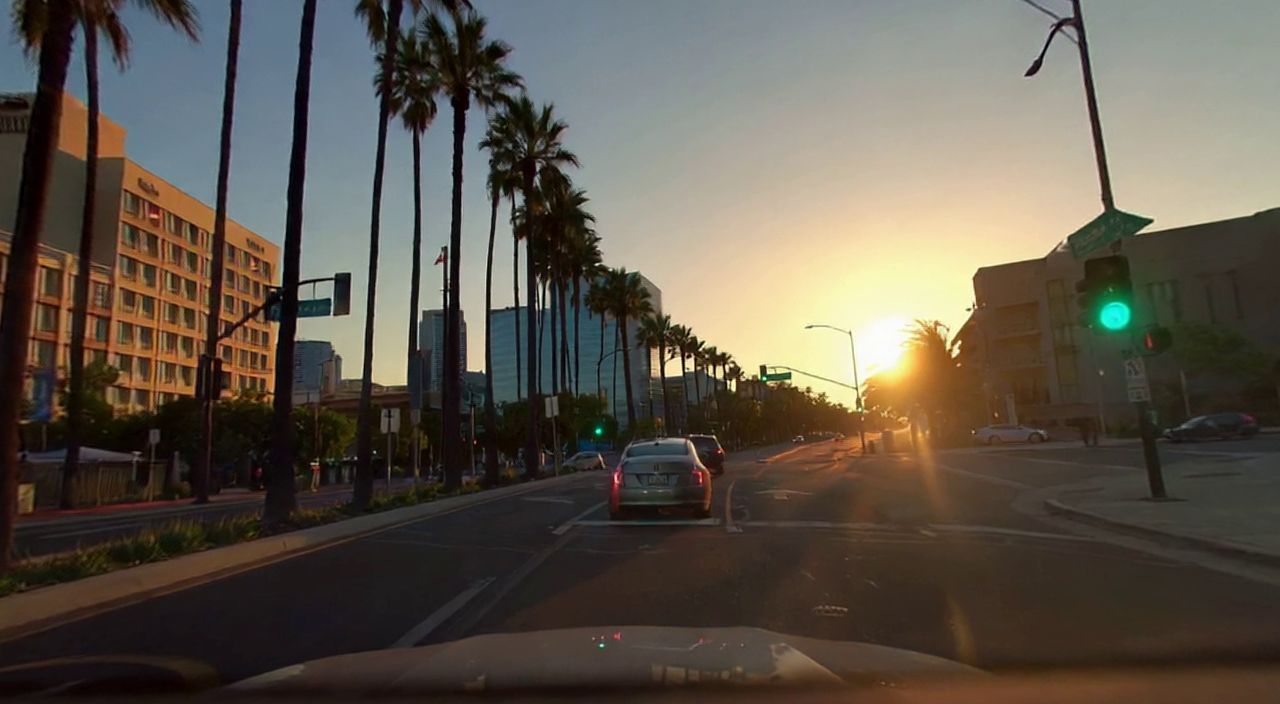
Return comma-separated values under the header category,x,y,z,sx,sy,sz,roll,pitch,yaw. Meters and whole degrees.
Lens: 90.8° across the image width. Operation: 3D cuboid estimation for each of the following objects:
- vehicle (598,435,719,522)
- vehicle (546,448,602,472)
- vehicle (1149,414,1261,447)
category,x,y,z,sx,sy,sz,roll,pitch,yaw
vehicle,0.487,2.504,13.064,2.096,1.492,4.071,-1,-9,5
vehicle,-4.151,6.871,40.420,2.012,1.467,4.592,-3,-9,15
vehicle,32.949,4.614,36.879,5.049,1.861,2.081,2,-9,-11
